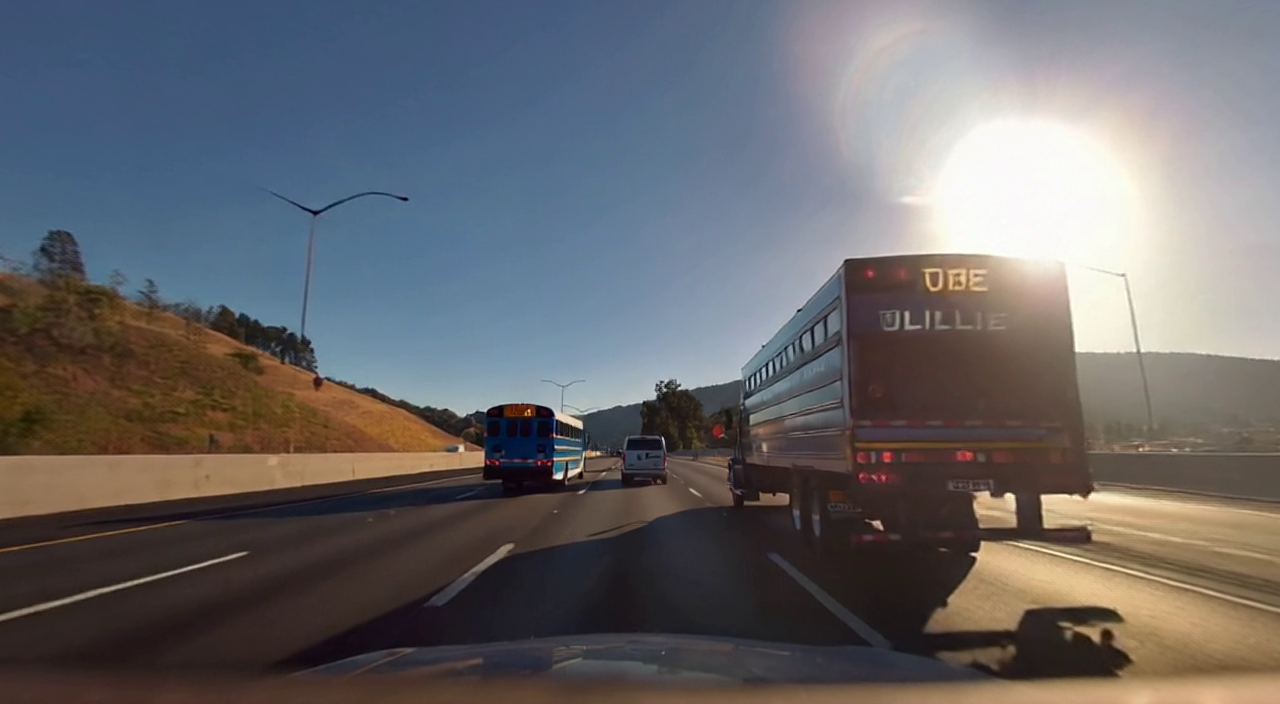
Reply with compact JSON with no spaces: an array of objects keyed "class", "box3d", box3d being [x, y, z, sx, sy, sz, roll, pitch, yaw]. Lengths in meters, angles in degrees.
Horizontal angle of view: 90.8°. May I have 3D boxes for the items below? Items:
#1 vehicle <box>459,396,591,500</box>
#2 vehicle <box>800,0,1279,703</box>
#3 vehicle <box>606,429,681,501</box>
[{"class":"vehicle","box3d":[-3.657,3.428,22.389,2.947,3.009,7.991,0,-9,1]},{"class":"vehicle","box3d":[4.164,-0.024,3.524,3.006,4.101,13.245,0,-9,0]},{"class":"vehicle","box3d":[0.073,3.443,19.460,2.037,1.929,4.343,0,-9,-1]}]
